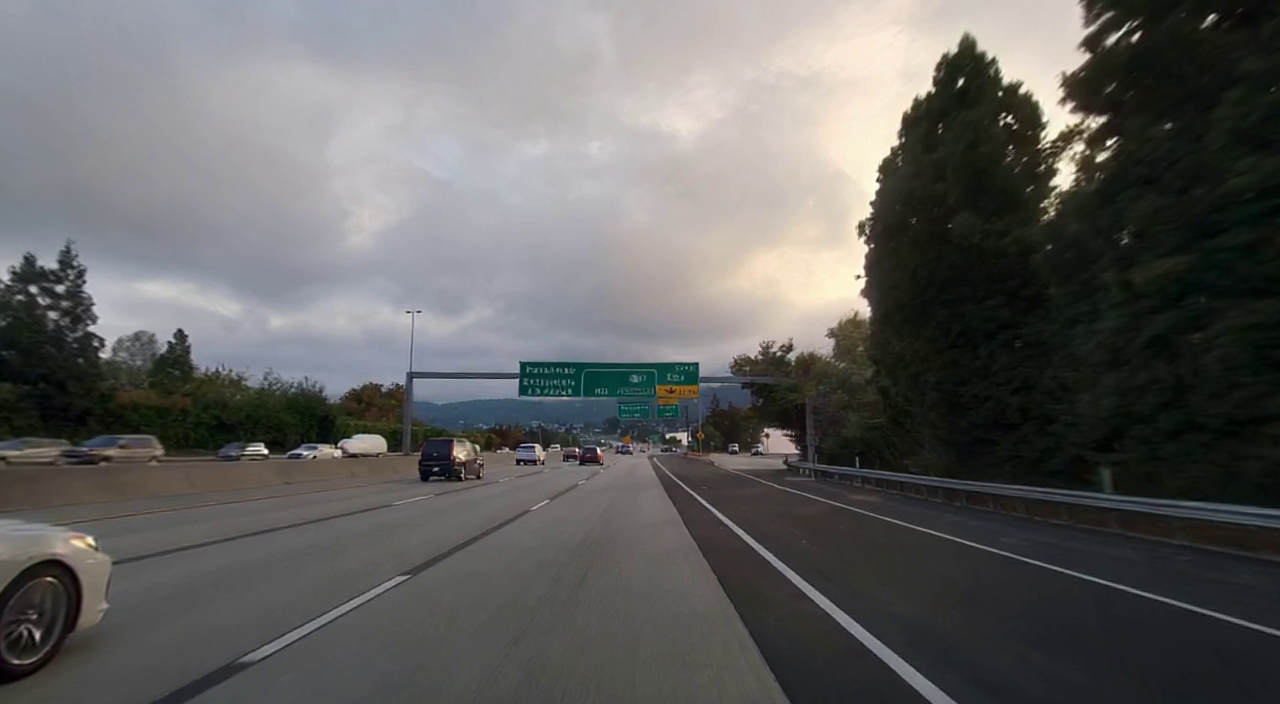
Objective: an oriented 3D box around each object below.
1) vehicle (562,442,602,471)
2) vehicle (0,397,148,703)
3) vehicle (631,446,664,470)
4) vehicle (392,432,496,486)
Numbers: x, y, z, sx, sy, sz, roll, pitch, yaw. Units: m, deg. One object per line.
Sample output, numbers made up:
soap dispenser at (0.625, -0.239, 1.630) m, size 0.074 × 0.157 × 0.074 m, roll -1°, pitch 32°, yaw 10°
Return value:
vehicle at (-3.723, 6.812, 41.277) m, size 2.132 × 1.708 × 4.571 m, roll 0°, pitch -9°, yaw 1°
vehicle at (-4.190, 0.789, 1.700) m, size 2.027 × 1.547 × 4.511 m, roll 0°, pitch -9°, yaw 0°
vehicle at (0.551, 7.247, 43.367) m, size 2.153 × 1.510 × 4.646 m, roll 0°, pitch -9°, yaw 1°
vehicle at (-7.576, 4.196, 25.104) m, size 2.250 × 1.870 × 5.647 m, roll 0°, pitch -9°, yaw 1°
